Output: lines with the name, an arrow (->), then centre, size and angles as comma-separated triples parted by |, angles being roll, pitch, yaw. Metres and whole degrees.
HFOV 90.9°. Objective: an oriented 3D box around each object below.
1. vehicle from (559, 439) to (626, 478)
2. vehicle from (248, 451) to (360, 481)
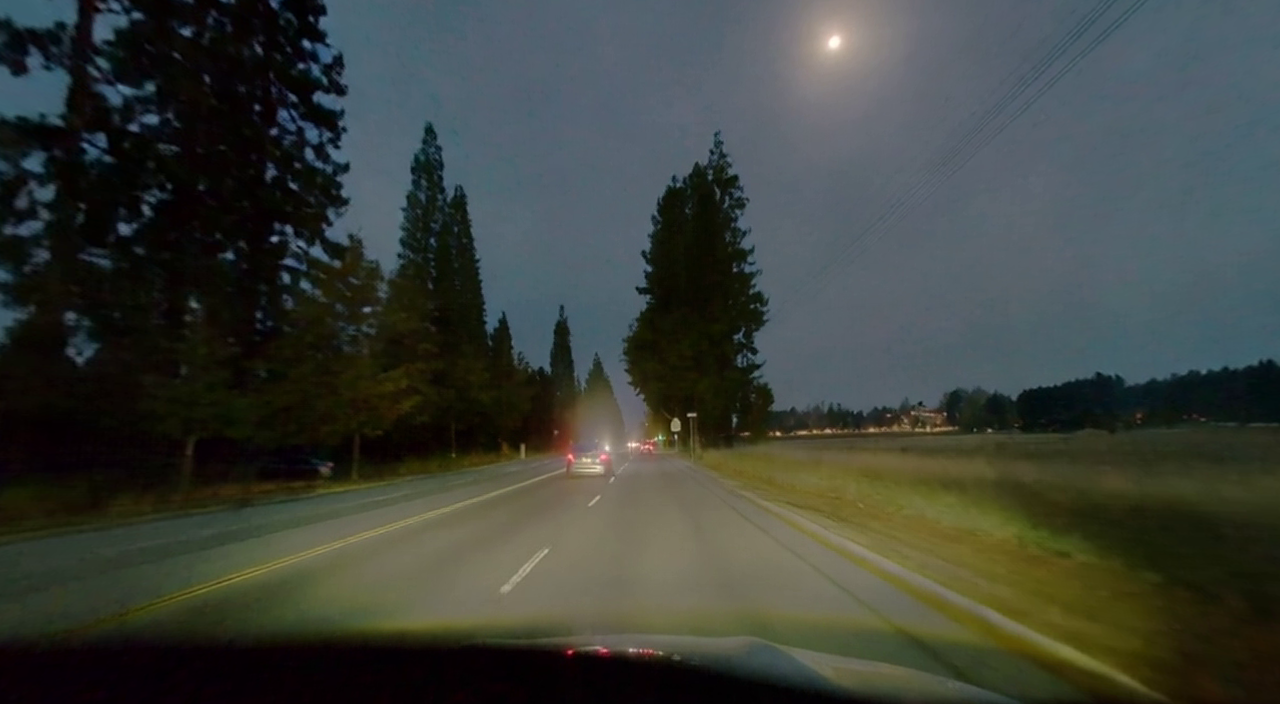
vehicle -> -1.845, 4.333, 25.884 | 2.153, 1.461, 4.374 | -1, -8, 3
vehicle -> -17.999, 6.119, 33.933 | 4.916, 1.474, 2.008 | 0, -8, 1
